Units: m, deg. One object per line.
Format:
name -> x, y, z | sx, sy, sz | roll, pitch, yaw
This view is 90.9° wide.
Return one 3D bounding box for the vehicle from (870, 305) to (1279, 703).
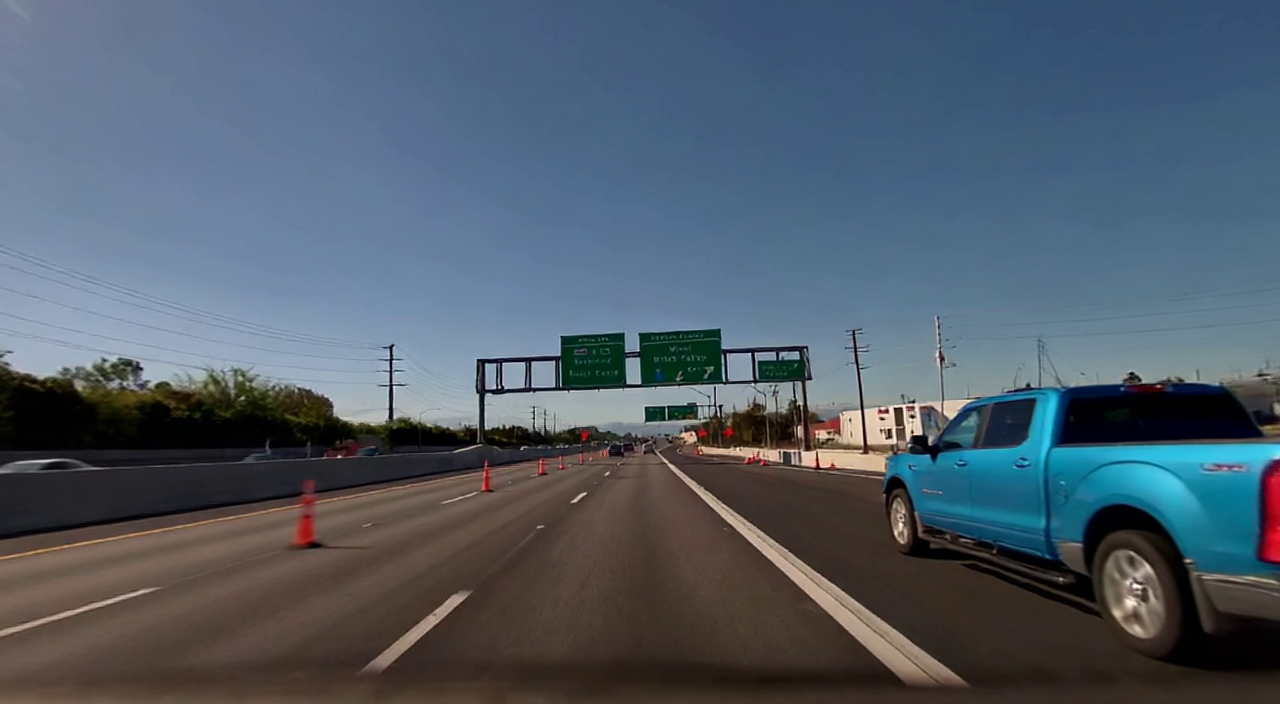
vehicle -> 3.766, 1.023, 4.607 | 2.186, 1.840, 5.289 | 0, -8, 0
